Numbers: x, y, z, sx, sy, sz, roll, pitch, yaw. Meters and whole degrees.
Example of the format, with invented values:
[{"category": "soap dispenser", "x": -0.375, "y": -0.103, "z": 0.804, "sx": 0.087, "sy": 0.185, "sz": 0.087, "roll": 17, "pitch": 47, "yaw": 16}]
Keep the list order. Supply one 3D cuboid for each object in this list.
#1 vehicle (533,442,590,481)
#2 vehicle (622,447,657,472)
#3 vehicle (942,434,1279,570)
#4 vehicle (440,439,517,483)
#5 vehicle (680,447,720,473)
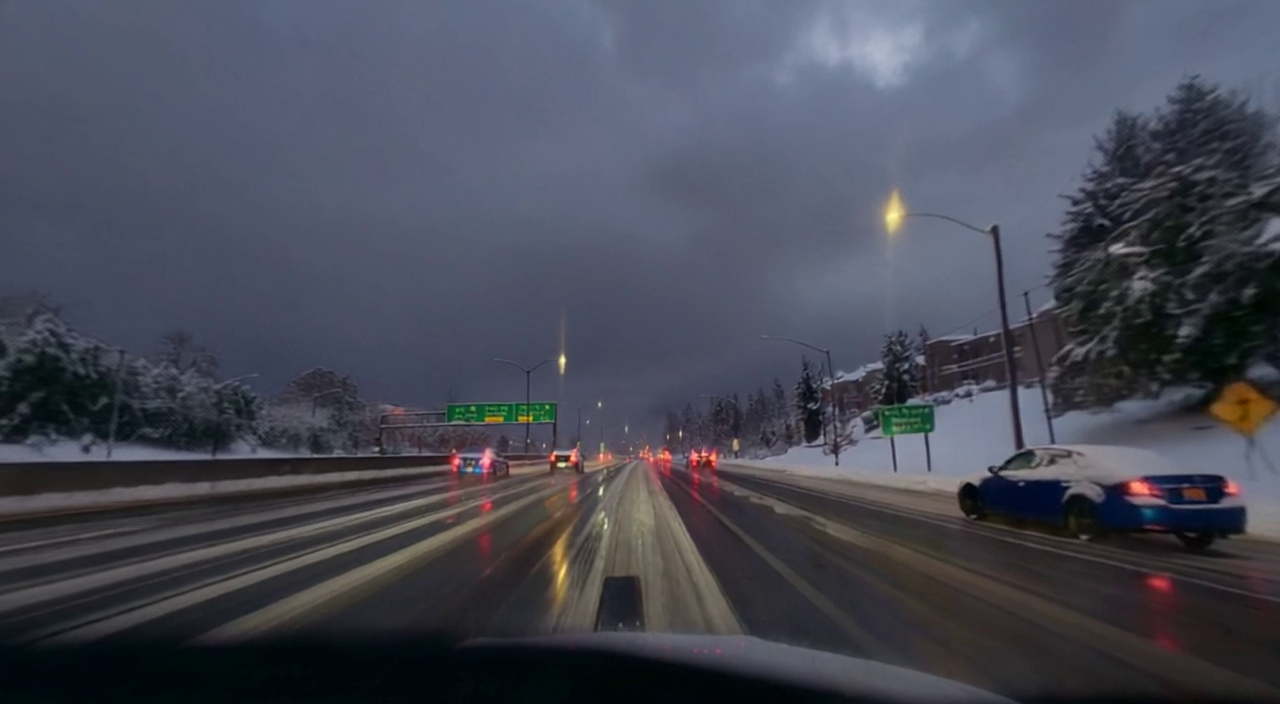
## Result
[{"category": "vehicle", "x": -3.576, "y": 5.068, "z": 29.521, "sx": 2.091, "sy": 1.664, "sz": 4.157, "roll": 0, "pitch": -9, "yaw": 1}, {"category": "vehicle", "x": -0.021, "y": 7.029, "z": 41.475, "sx": 2.166, "sy": 1.496, "sz": 4.158, "roll": 0, "pitch": -9, "yaw": 0}, {"category": "vehicle", "x": 6.795, "y": 2.124, "z": 9.787, "sx": 1.981, "sy": 1.587, "sz": 4.519, "roll": 0, "pitch": -9, "yaw": 0}, {"category": "vehicle", "x": -6.781, "y": 4.621, "z": 26.997, "sx": 2.112, "sy": 1.721, "sz": 4.381, "roll": 0, "pitch": -9, "yaw": 0}, {"category": "vehicle", "x": 3.805, "y": 6.892, "z": 40.535, "sx": 2.077, "sy": 1.527, "sz": 4.553, "roll": 0, "pitch": -9, "yaw": -1}]
